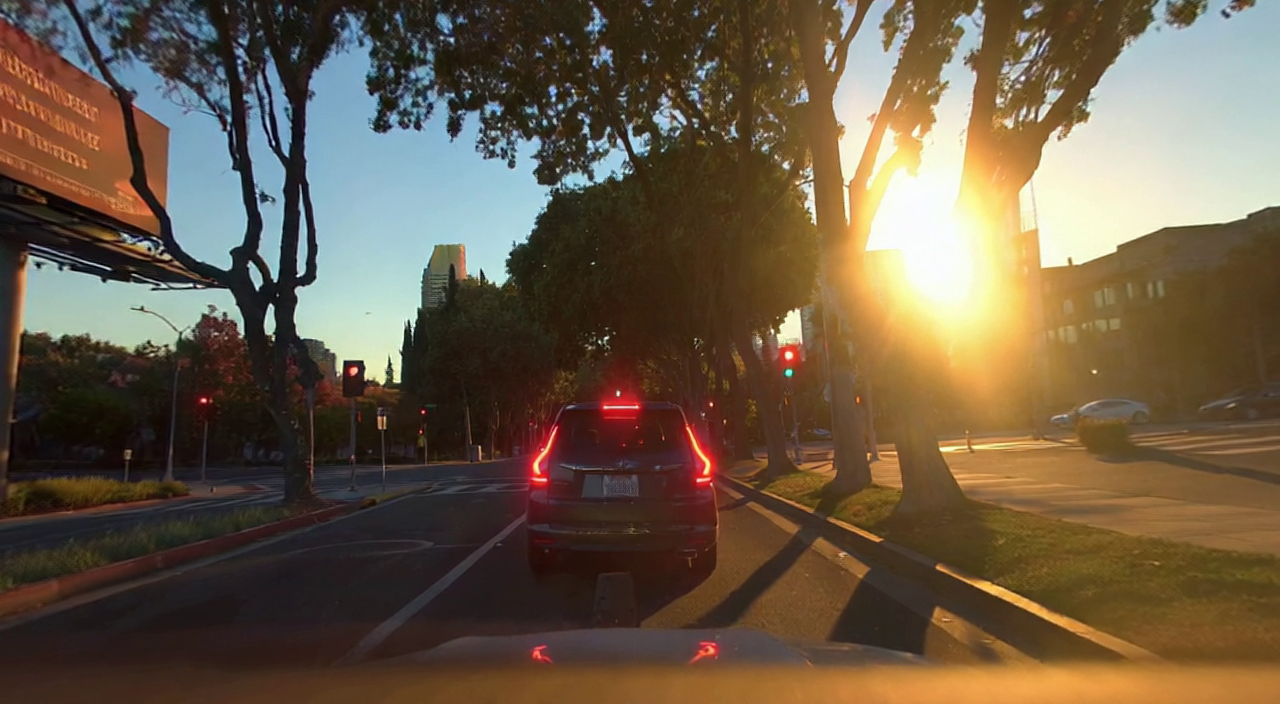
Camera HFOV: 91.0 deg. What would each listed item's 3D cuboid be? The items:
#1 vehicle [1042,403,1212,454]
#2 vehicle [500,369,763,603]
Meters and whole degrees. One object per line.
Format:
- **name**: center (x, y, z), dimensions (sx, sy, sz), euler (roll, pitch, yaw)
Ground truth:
- **vehicle**: center (15.263, 2.449, 19.950), dimensions (3.750, 1.502, 1.781), euler (-2, -8, 13)
- **vehicle**: center (-0.066, 1.364, 7.142), dimensions (2.142, 1.904, 3.816), euler (-1, -8, 0)
